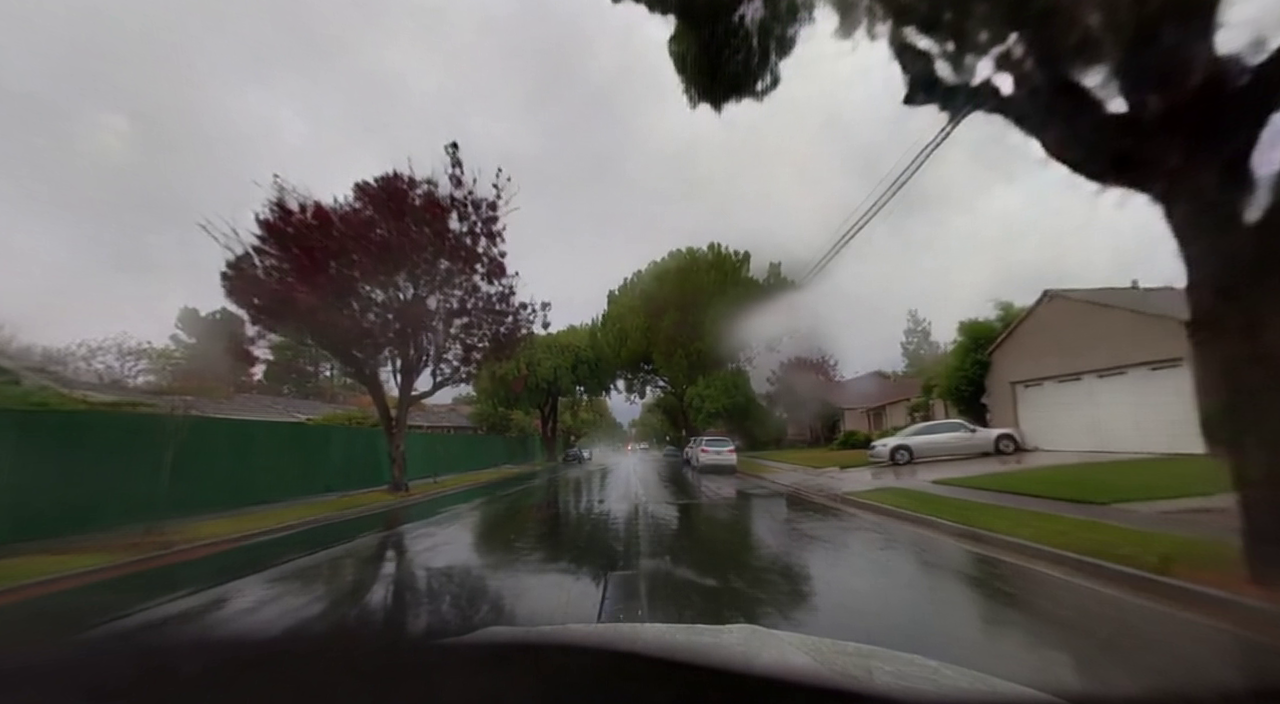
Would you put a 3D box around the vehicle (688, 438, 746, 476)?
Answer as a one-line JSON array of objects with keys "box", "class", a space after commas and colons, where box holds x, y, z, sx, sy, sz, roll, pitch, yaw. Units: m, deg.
[{"box": [3.583, 4.997, 30.314, 2.122, 1.673, 4.876, 0, -9, 0], "class": "vehicle"}]

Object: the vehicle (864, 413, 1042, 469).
[{"box": [10.880, 3.122, 22.284, 5.046, 1.800, 2.201, -1, -8, 0], "class": "vehicle"}]
